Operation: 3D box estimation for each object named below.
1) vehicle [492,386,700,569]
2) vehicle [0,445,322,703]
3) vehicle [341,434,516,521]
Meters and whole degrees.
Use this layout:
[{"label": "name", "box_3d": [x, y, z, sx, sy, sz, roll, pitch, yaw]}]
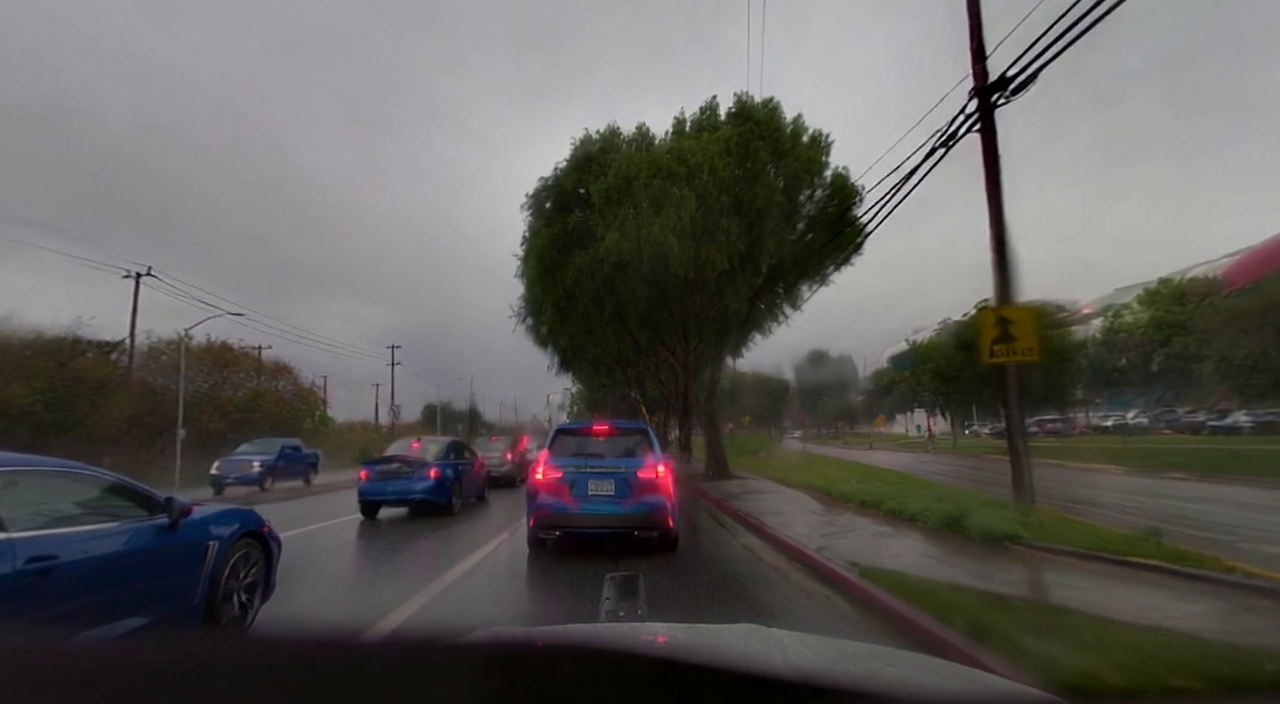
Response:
[{"label": "vehicle", "box_3d": [-0.450, 1.504, 8.154, 2.012, 1.769, 3.897, 0, -8, -1]}, {"label": "vehicle", "box_3d": [-3.743, 1.150, 3.274, 1.865, 1.314, 4.461, 0, -8, 0]}, {"label": "vehicle", "box_3d": [-4.077, 2.486, 13.120, 2.087, 1.485, 4.452, 0, -8, 0]}]
